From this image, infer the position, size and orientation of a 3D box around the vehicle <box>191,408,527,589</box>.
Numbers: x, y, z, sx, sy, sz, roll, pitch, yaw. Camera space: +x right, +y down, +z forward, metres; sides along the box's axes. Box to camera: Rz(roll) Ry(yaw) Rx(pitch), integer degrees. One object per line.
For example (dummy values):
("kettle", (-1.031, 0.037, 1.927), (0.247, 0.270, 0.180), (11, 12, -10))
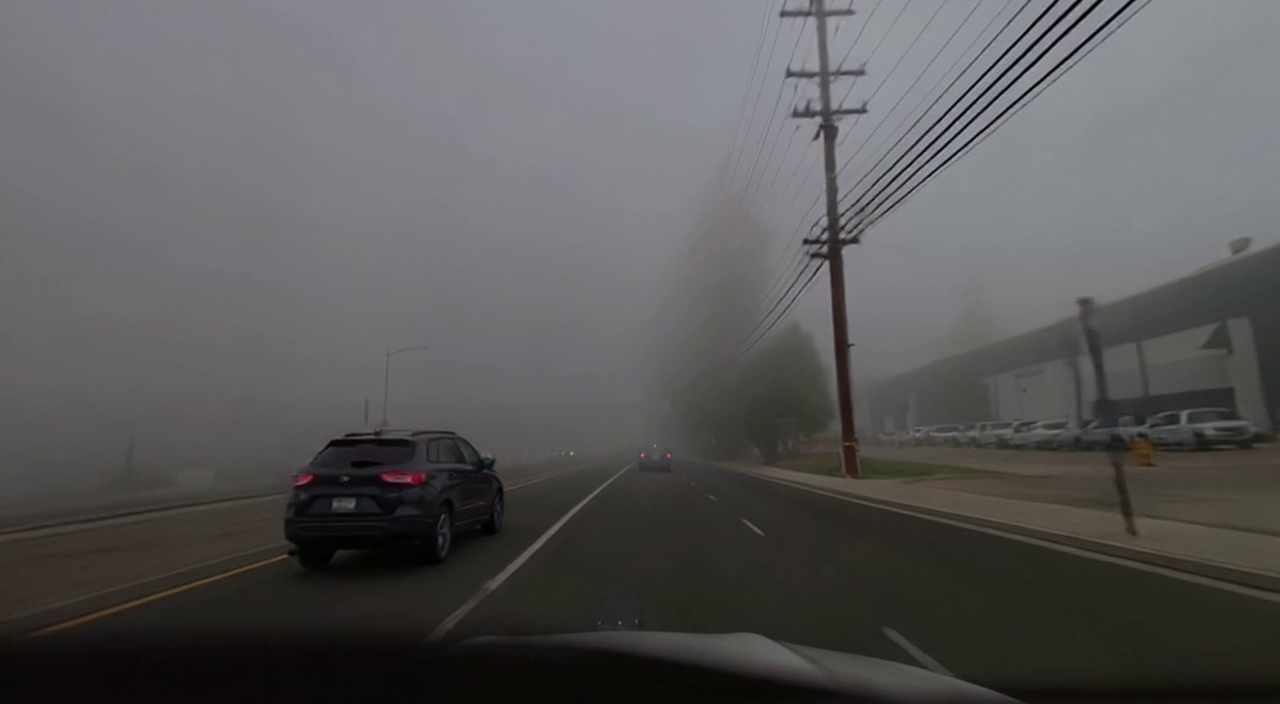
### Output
("vehicle", (-3.063, 1.713, 8.317), (2.169, 1.679, 4.723), (-1, -8, 1))

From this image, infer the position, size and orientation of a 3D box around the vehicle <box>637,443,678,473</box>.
("vehicle", (0.914, 5.844, 34.970), (2.114, 1.492, 4.453), (0, -8, 0))
